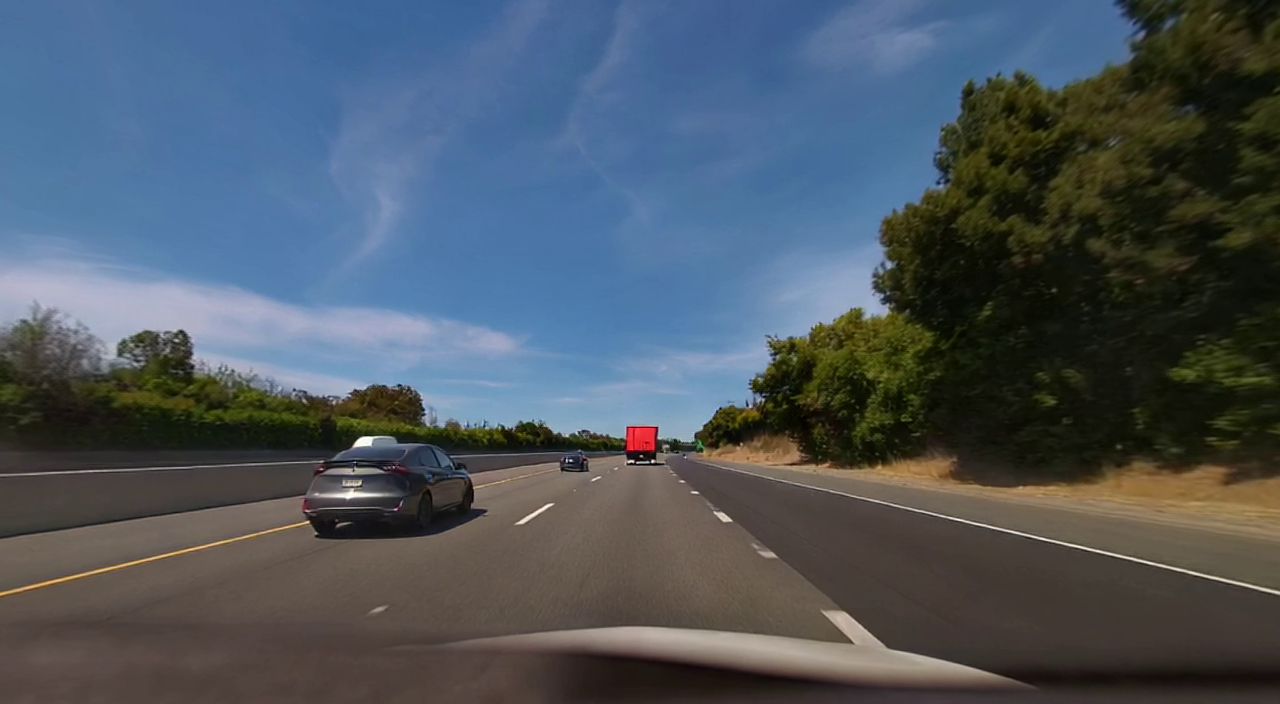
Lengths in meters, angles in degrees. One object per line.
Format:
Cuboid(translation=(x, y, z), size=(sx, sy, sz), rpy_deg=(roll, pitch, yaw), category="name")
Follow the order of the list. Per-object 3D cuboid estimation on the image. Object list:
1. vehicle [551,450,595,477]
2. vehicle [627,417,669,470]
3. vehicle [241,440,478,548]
Cuboid(translation=(-3.755, 6.297, 35.963), size=(1.981, 1.435, 4.199), rpy_deg=(0, -9, 1), category="vehicle")
Cuboid(translation=(0.533, 7.014, 48.099), size=(2.893, 3.628, 9.081), rpy_deg=(0, -9, 0), category="vehicle")
Cuboid(translation=(-4.409, 2.287, 10.871), size=(2.010, 1.461, 4.391), rpy_deg=(0, -9, 1), category="vehicle")
